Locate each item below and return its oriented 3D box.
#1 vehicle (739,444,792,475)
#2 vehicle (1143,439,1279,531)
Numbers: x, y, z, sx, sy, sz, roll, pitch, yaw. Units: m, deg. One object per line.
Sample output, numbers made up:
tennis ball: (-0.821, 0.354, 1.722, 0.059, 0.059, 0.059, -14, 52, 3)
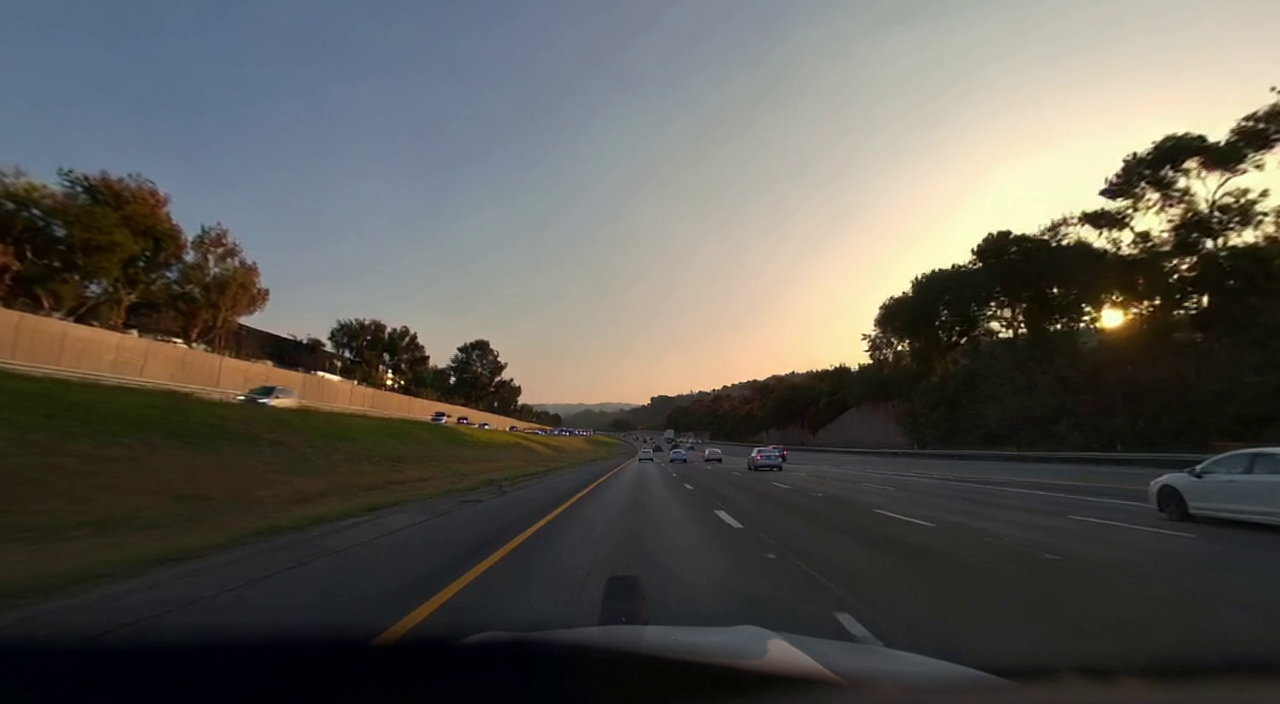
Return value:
vehicle: (7.172, 6.200, 36.493, 2.048, 1.697, 4.689, 0, -8, -1)
vehicle: (11.438, 2.200, 10.495, 2.093, 1.477, 4.804, 0, -8, 0)
